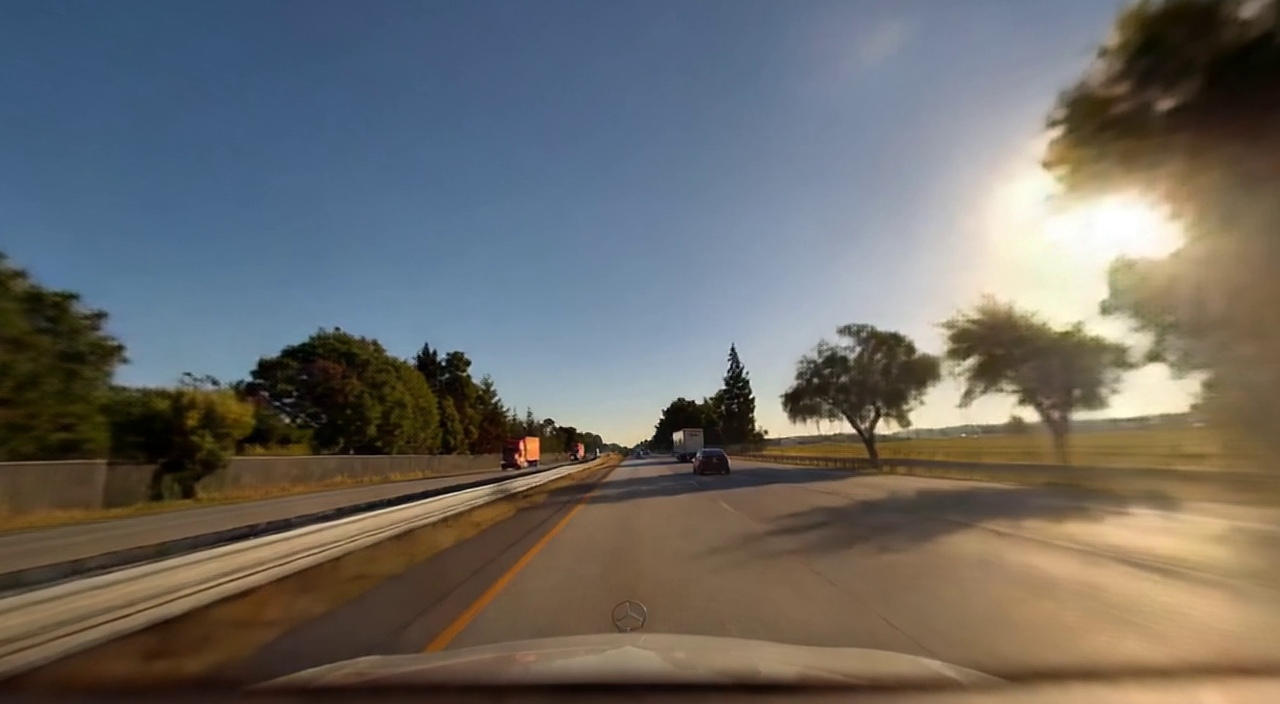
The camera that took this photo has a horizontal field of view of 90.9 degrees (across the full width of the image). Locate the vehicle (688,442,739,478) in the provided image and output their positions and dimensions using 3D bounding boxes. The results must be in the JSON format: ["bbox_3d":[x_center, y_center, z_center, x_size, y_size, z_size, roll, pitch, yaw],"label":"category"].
[{"bbox_3d":[3.765,5.624,33.099,2.093,1.742,4.167,0,-9,-1],"label":"vehicle"}]
